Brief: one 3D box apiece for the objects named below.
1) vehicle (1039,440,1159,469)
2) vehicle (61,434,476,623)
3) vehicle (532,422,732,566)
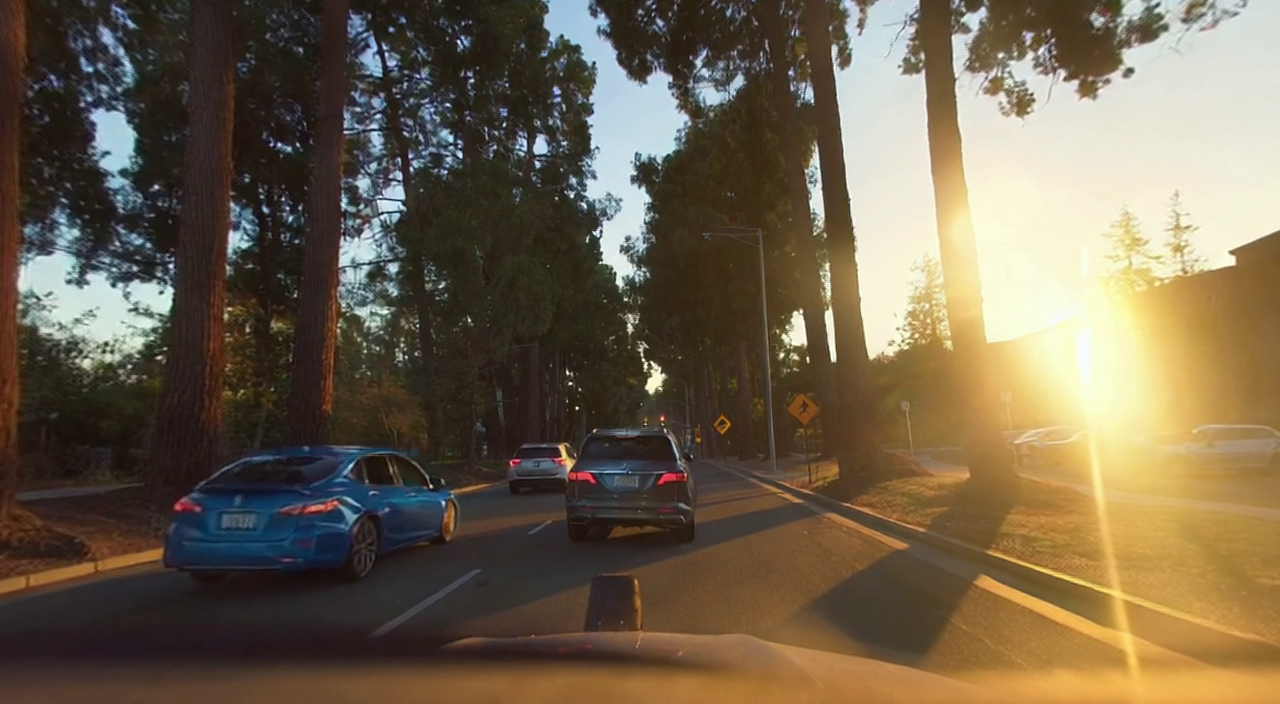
[{"bbox_3d":[28.319,6.310,39.084,5.955,1.702,2.166,1,-8,-6],"label":"vehicle"},{"bbox_3d":[-3.531,1.717,7.257,1.922,1.464,4.424,0,-8,3],"label":"vehicle"},{"bbox_3d":[-0.079,1.881,9.083,2.229,1.591,3.897,0,-8,0],"label":"vehicle"}]
